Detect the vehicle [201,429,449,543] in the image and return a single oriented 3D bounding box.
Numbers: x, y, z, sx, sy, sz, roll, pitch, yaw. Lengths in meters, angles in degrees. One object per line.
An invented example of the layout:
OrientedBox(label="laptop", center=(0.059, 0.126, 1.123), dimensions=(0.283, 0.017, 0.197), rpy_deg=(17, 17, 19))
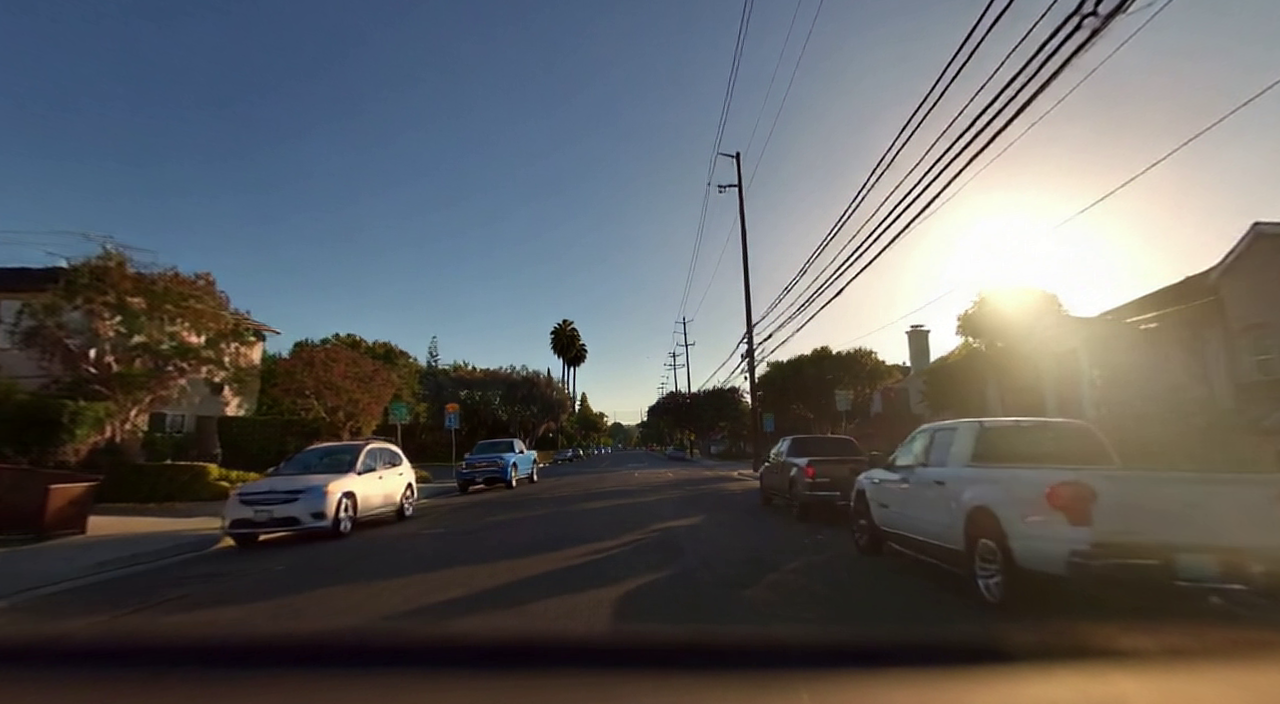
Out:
OrientedBox(label="vehicle", center=(-5.711, 2.471, 12.398), dimensions=(2.226, 1.768, 4.780), rpy_deg=(0, -8, 2))

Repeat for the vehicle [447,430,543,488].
OrientedBox(label="vehicle", center=(-5.660, 4.292, 25.717), dimensions=(2.455, 2.045, 6.171), rpy_deg=(0, -8, 0))

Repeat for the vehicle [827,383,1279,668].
OrientedBox(label="vehicle", center=(3.550, 1.418, 6.310), dimensions=(1.979, 1.762, 4.621), rpy_deg=(0, -8, 1))
